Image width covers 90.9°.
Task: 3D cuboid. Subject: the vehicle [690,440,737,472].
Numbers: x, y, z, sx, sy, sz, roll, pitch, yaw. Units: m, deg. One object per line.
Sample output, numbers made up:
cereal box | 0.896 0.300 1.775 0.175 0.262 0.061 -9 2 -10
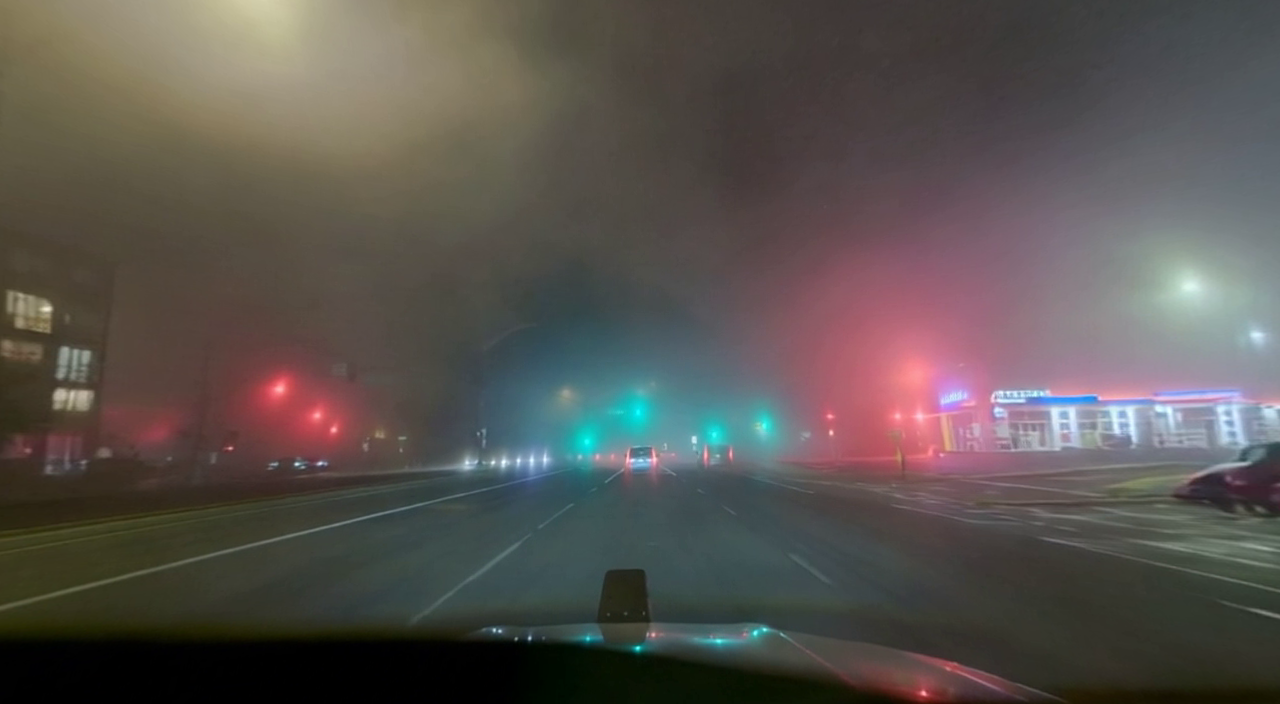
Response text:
vehicle | 4.107 5.898 35.950 2.007 1.683 4.171 0 -9 -2

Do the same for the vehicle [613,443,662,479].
vehicle | -0.100 4.875 28.448 2.059 1.477 3.988 0 -9 0
